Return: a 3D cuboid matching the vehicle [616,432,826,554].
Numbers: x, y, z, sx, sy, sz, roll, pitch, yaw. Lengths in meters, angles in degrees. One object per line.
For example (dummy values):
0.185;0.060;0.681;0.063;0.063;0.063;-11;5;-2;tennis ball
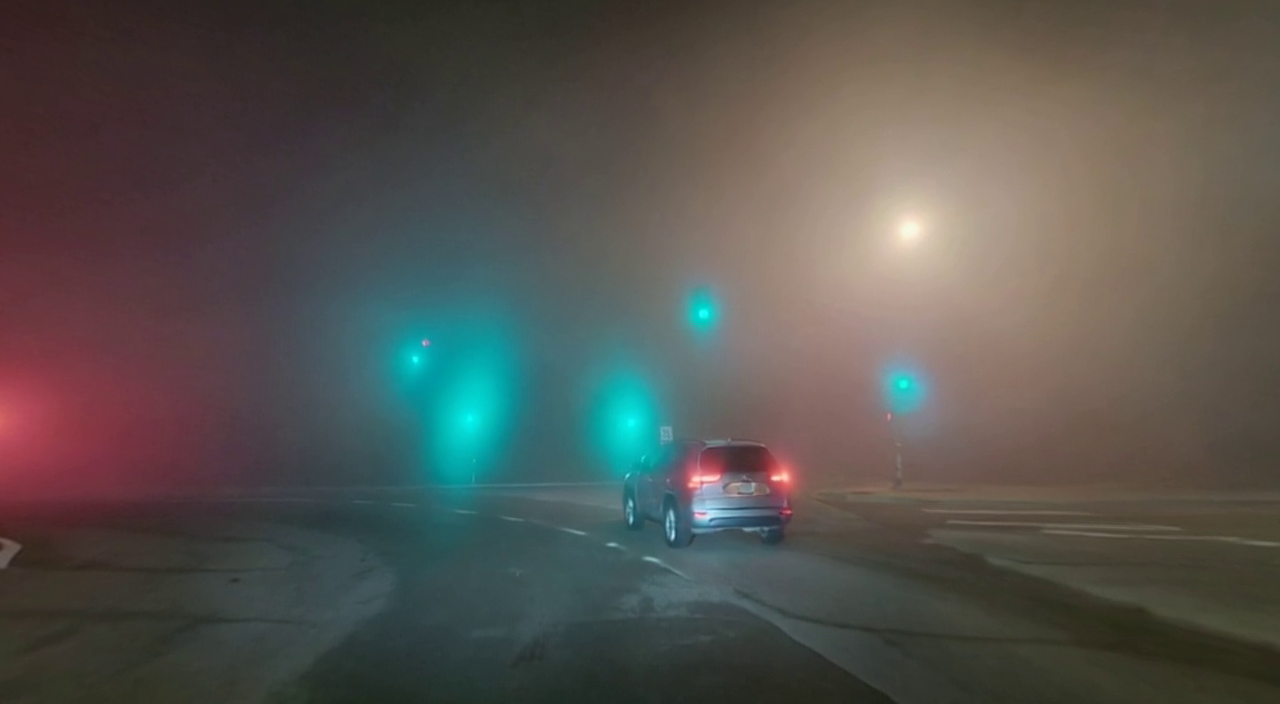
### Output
1.103;2.253;10.943;1.938;1.648;4.211;2;-9;-18;vehicle
